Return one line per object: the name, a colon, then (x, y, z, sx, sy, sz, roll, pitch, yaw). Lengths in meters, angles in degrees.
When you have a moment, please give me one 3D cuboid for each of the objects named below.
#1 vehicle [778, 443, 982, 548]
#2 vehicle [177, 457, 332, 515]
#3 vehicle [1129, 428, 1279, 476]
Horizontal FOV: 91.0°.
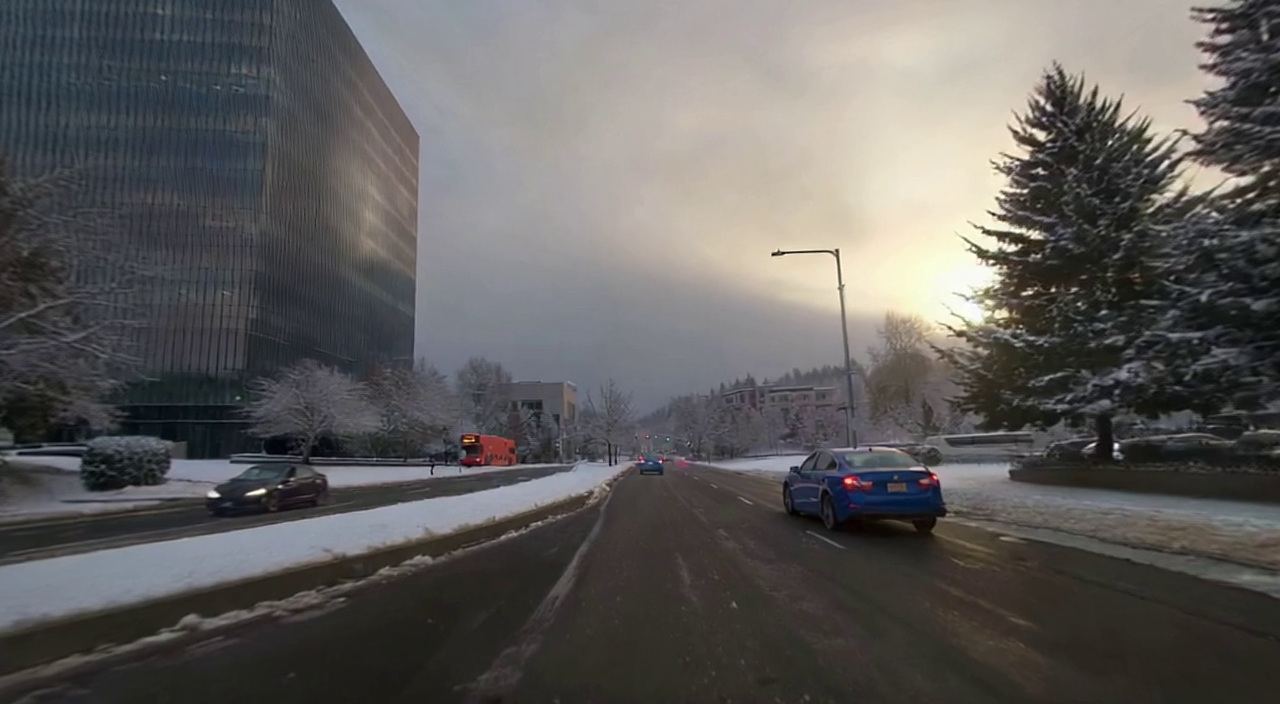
vehicle: (3.944, 2.410, 11.256, 1.993, 1.501, 4.127, 0, -9, 0)
vehicle: (-11.757, 4.084, 19.628, 1.975, 1.517, 4.373, 0, -9, 1)
vehicle: (21.757, 3.762, 23.737, 4.969, 1.697, 1.947, 0, -9, -2)
